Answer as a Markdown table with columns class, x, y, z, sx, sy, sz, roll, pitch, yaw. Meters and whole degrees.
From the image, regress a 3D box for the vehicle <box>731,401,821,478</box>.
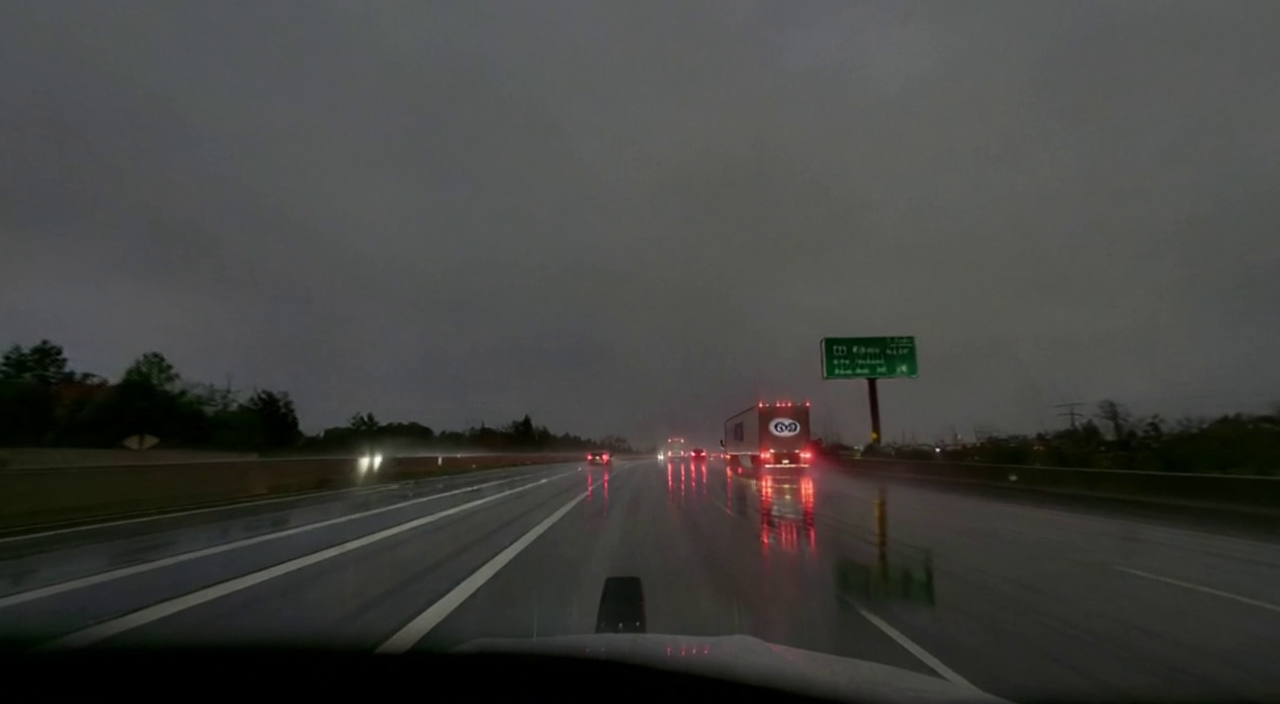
| class | x | y | z | sx | sy | sz | roll | pitch | yaw |
| --- | --- | --- | --- | --- | --- | --- | --- | --- | --- |
| vehicle | 8.467 | 5.899 | 41.790 | 2.912 | 4.143 | 15.538 | 0 | -9 | 1 |
